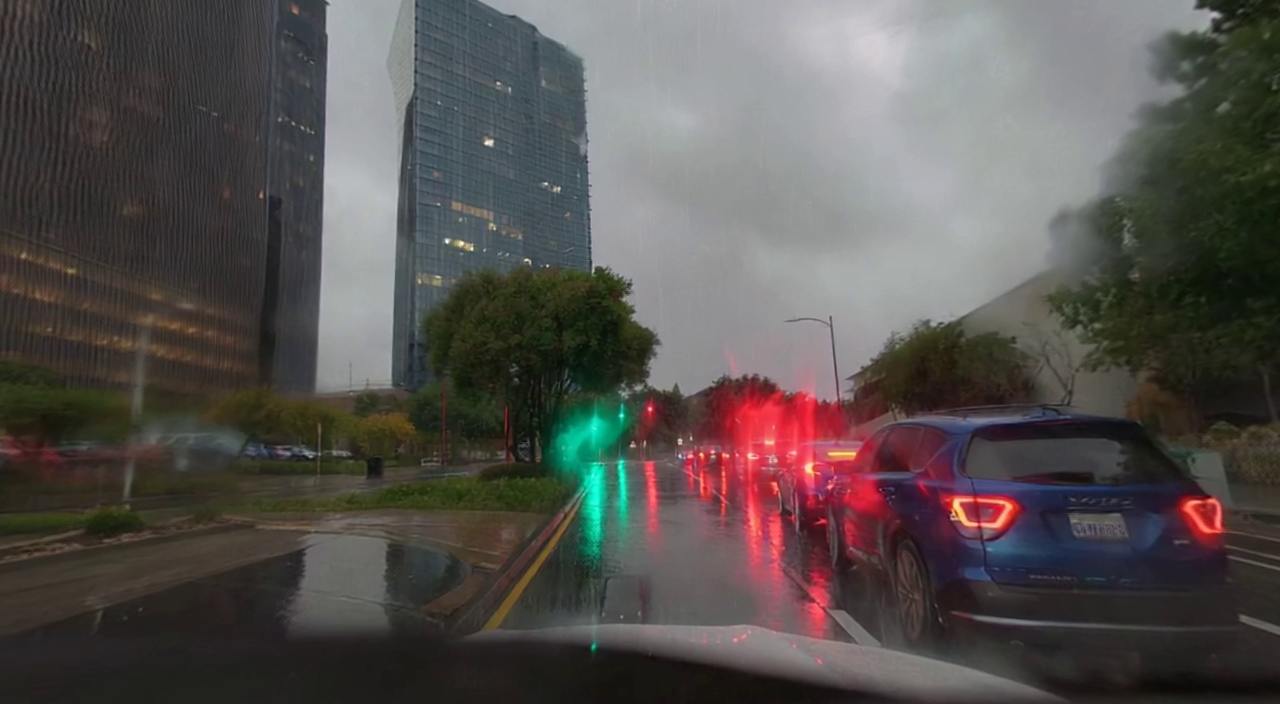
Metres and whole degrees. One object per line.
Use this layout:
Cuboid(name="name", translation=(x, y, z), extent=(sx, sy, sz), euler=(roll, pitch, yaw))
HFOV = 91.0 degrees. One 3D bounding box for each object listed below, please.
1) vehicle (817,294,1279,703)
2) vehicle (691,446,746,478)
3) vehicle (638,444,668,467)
Cuboid(name="vehicle", translation=(2.428, 1.044, 3.742), extent=(2.092, 1.703, 4.870), euler=(-1, -9, 10))
Cuboid(name="vehicle", translation=(3.951, 5.615, 32.486), extent=(2.183, 1.553, 3.923), euler=(0, -9, -2))
Cuboid(name="vehicle", translation=(1.061, 8.170, 49.768), extent=(2.121, 1.728, 4.161), euler=(-1, -9, 5))
